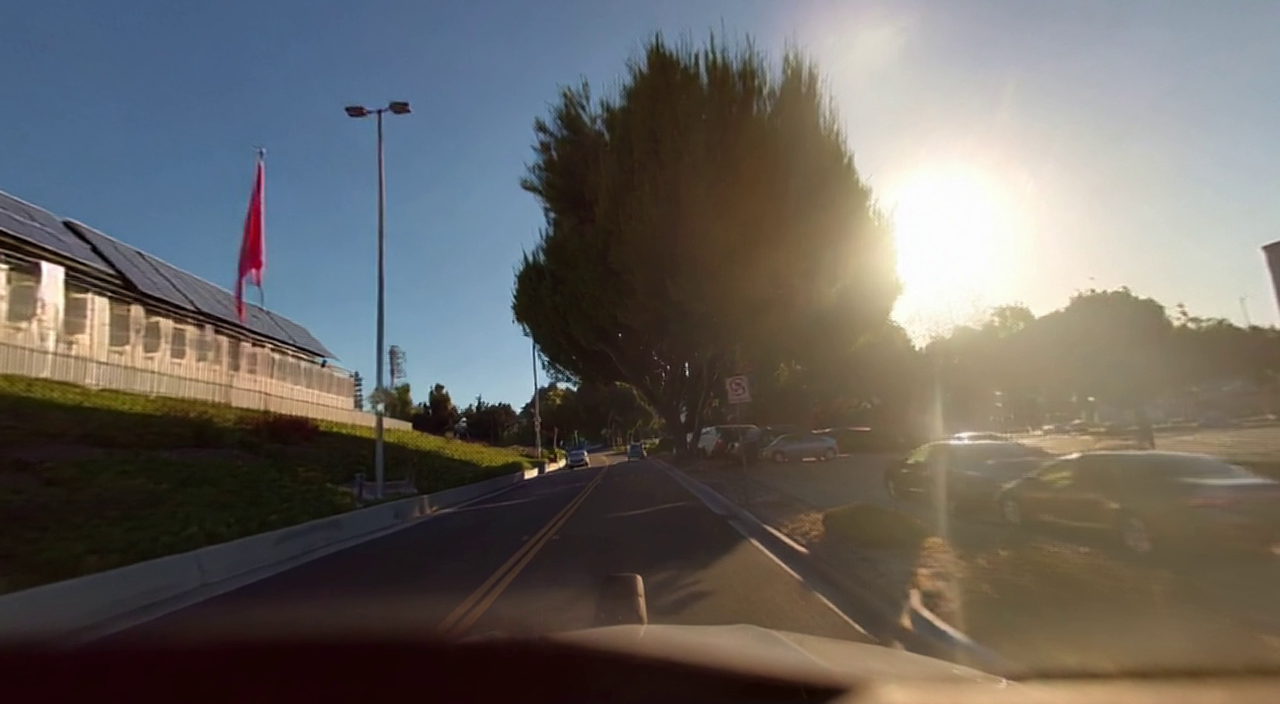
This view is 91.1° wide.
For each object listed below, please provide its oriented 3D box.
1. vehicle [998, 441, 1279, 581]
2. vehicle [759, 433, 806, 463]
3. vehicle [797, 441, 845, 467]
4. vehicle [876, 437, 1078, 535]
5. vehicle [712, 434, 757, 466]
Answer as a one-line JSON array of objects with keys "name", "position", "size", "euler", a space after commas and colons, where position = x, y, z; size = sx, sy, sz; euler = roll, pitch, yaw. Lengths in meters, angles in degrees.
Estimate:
[{"name": "vehicle", "position": [7.313, 2.042, 8.931], "size": [1.909, 1.496, 4.079], "euler": [0, -9, -2]}, {"name": "vehicle", "position": [8.551, 5.829, 38.111], "size": [1.924, 1.713, 4.627], "euler": [-1, -9, 2]}, {"name": "vehicle", "position": [11.050, 6.264, 38.539], "size": [1.819, 1.494, 3.834], "euler": [0, -9, 1]}, {"name": "vehicle", "position": [7.023, 2.760, 13.747], "size": [1.961, 1.648, 4.260], "euler": [-1, -7, -1]}, {"name": "vehicle", "position": [5.754, 6.051, 38.956], "size": [1.977, 1.860, 4.237], "euler": [0, -9, -2]}]
